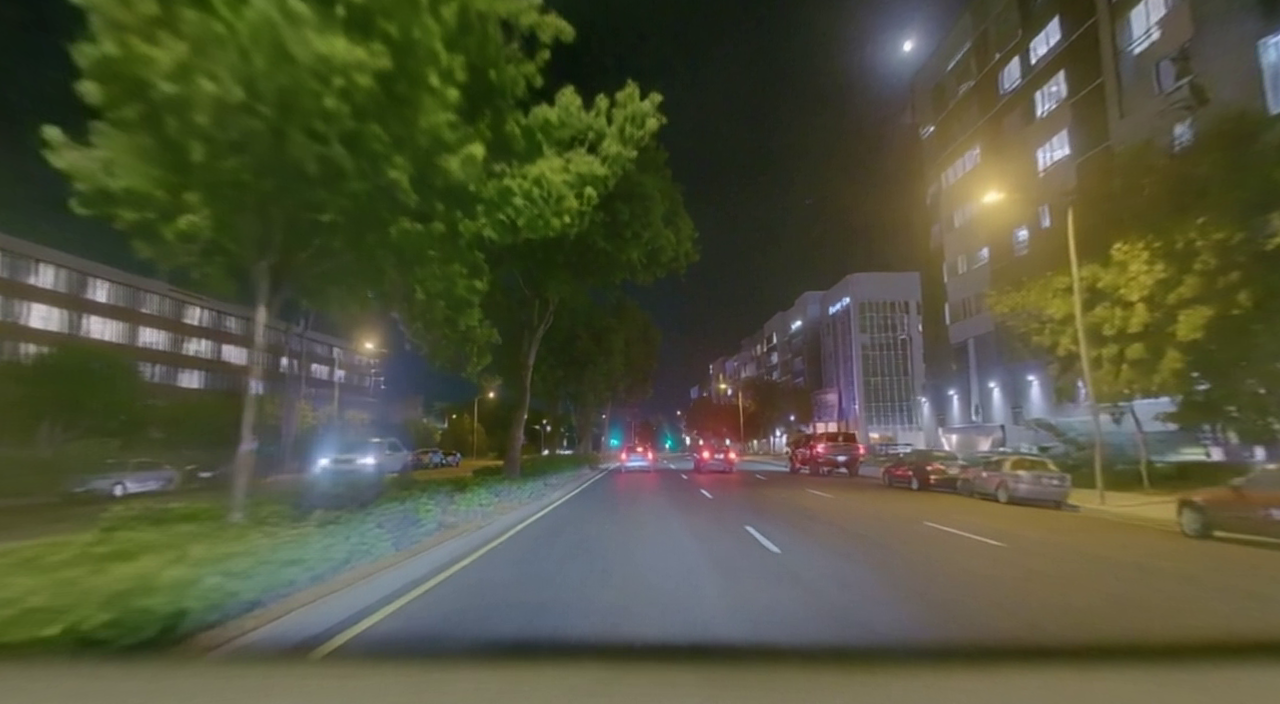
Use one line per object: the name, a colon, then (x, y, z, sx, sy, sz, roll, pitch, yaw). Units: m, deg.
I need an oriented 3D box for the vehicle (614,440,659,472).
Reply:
vehicle: (-0.173, 5.101, 31.116, 2.101, 1.444, 4.248, 0, -9, 0)

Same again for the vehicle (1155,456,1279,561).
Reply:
vehicle: (10.177, 2.240, 8.870, 1.944, 1.454, 4.647, 0, -9, 0)

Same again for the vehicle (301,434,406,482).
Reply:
vehicle: (-12.551, 4.688, 28.092, 2.331, 1.910, 4.823, -1, -9, 1)

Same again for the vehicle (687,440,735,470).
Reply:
vehicle: (3.747, 5.542, 34.117, 1.993, 1.477, 4.240, 0, -9, -1)

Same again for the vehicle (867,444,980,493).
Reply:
vehicle: (10.588, 4.354, 24.031, 2.129, 1.645, 4.625, 0, -9, 0)

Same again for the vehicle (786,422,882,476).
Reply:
vehicle: (10.594, 5.438, 35.431, 3.082, 2.655, 7.381, 0, -9, 1)

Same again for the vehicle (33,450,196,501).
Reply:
vehicle: (-19.014, 4.449, 23.203, 2.180, 1.608, 4.443, 0, -9, -1)

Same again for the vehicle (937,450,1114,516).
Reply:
vehicle: (10.266, 3.476, 17.378, 1.898, 1.502, 4.788, 0, -9, 1)

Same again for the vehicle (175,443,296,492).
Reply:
vehicle: (-19.131, 5.454, 30.288, 2.240, 2.112, 5.268, 0, -8, 0)
